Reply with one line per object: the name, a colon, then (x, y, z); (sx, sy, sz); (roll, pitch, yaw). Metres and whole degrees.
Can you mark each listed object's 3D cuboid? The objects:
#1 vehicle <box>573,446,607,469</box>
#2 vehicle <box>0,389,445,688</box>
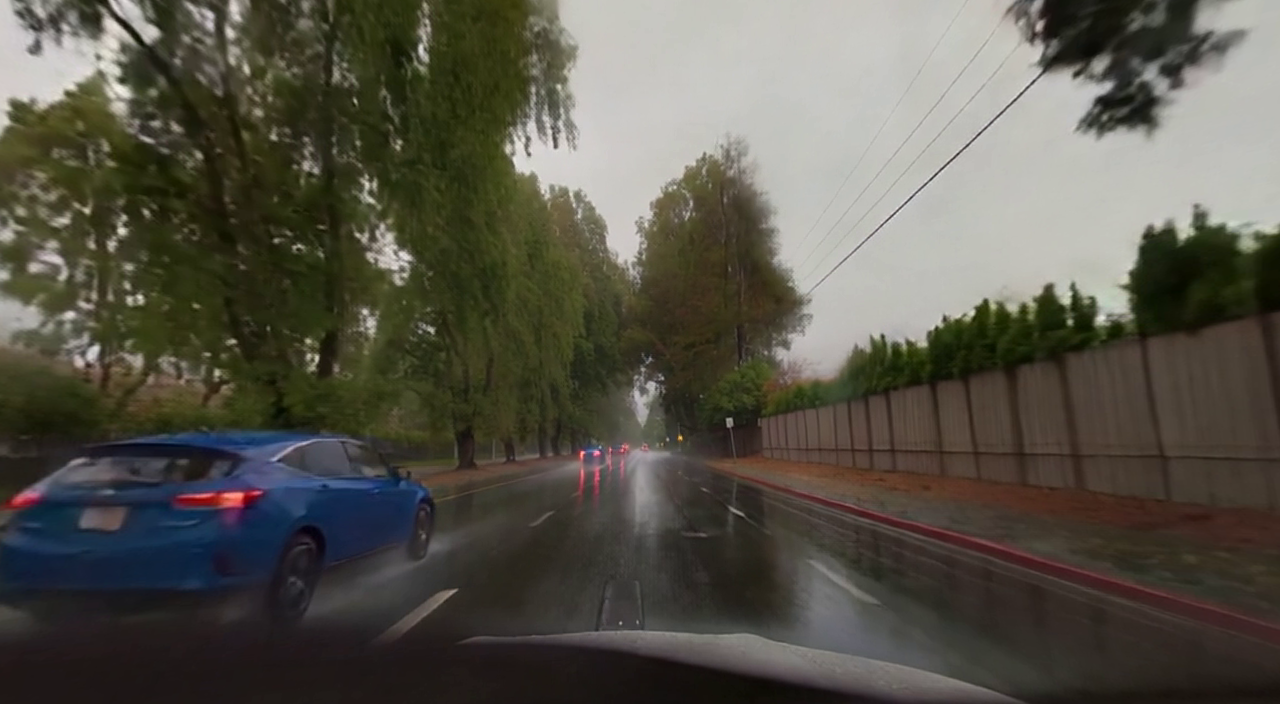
vehicle: (-3.210, 6.928, 41.578); (1.870, 1.431, 4.317); (0, -9, 0)
vehicle: (-3.473, 1.374, 5.850); (1.919, 1.650, 4.546); (0, -9, -1)
